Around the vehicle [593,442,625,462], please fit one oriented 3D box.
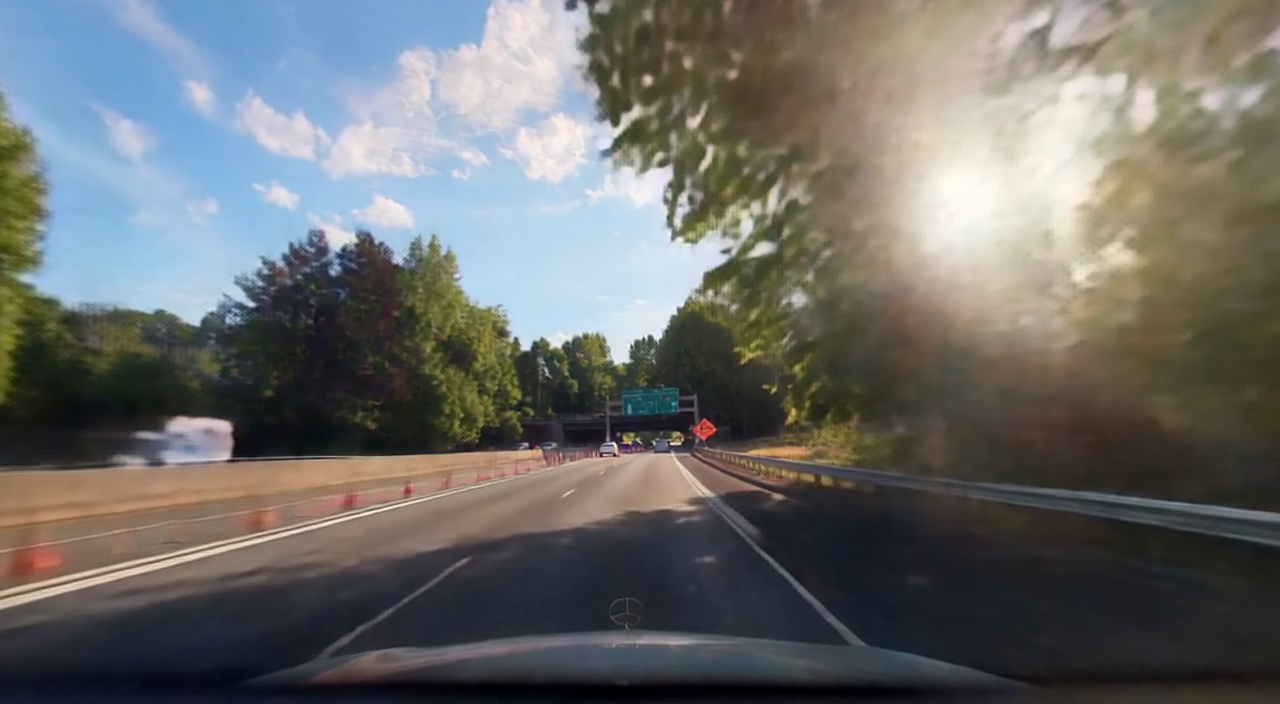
[{"bbox_3d":[-2.341,7.719,48.903,2.118,1.475,4.263,0,-8,2],"label":"vehicle"}]
